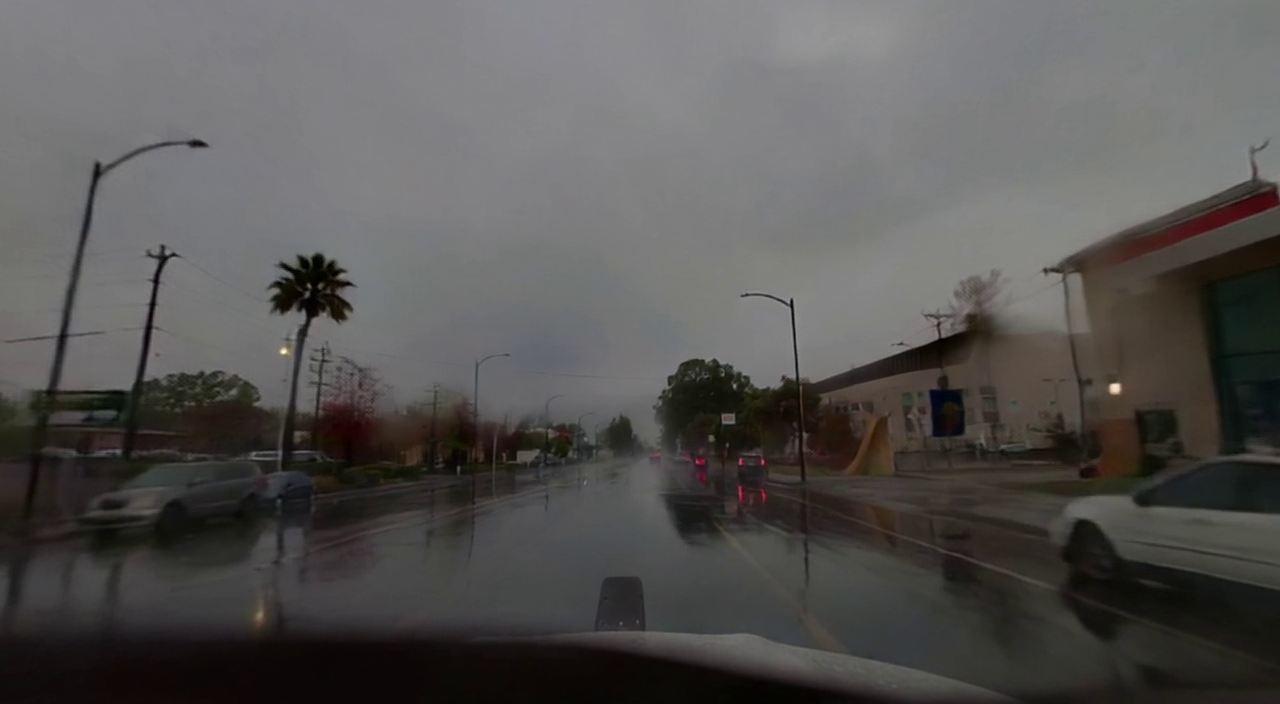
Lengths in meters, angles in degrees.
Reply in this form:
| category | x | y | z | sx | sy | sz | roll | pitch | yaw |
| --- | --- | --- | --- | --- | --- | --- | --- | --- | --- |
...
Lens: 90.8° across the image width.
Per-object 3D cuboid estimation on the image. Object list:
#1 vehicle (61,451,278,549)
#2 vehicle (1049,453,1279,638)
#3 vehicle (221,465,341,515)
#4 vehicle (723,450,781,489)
| category | x | y | z | sx | sy | sz | roll | pitch | yaw |
| --- | --- | --- | --- | --- | --- | --- | --- | --- | --- |
| vehicle | -12.428 | 3.852 | 17.299 | 1.949 | 2.026 | 5.141 | 1 | -7 | -1 |
| vehicle | 6.283 | 1.715 | 5.835 | 1.932 | 1.490 | 4.598 | 0 | -8 | 0 |
| vehicle | -12.609 | 4.835 | 22.545 | 1.791 | 1.446 | 4.368 | 0 | -8 | -1 |
| vehicle | 4.736 | 5.021 | 27.329 | 2.067 | 1.477 | 4.653 | -1 | -9 | 5 |
